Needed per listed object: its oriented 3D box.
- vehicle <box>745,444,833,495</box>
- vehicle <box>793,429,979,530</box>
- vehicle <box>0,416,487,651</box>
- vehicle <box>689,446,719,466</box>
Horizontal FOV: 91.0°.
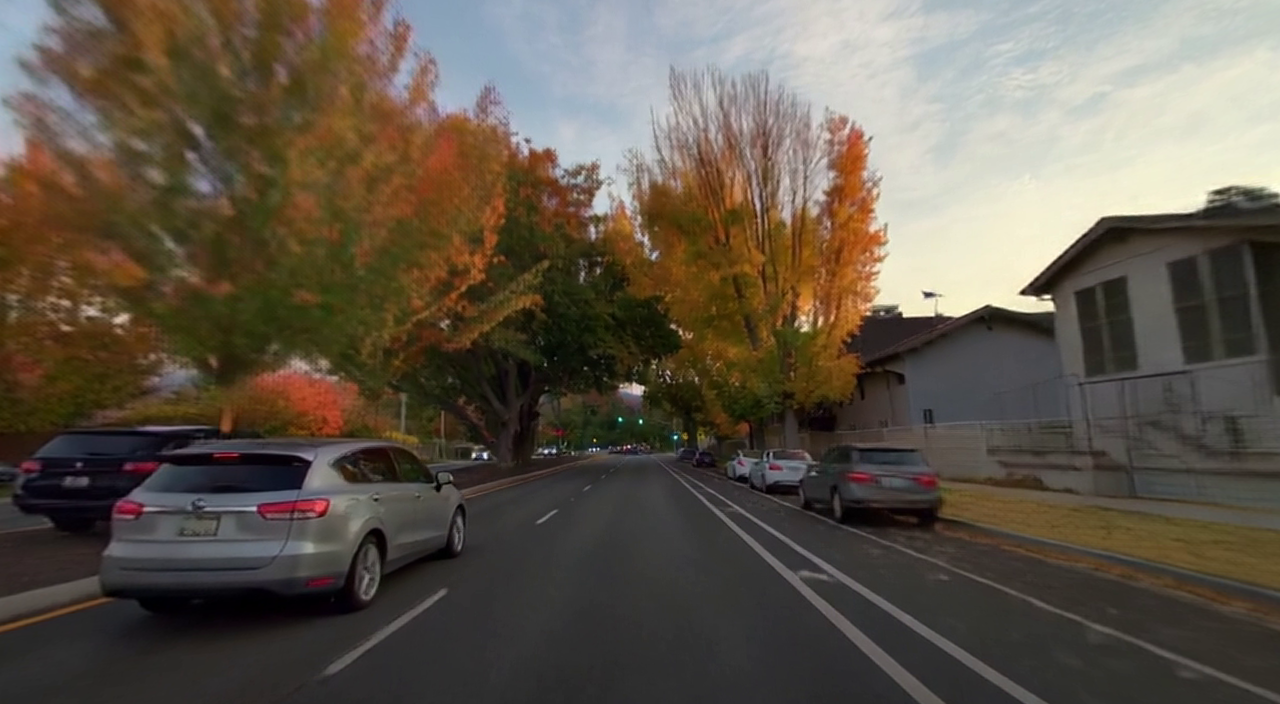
[{"bbox_3d":[4.867,3.898,21.282,1.889,1.491,4.614,0,-9,0],"label":"vehicle"},{"bbox_3d":[4.744,2.517,13.001,2.014,1.700,4.369,0,-9,-1],"label":"vehicle"},{"bbox_3d":[-3.135,1.503,6.339,1.982,1.478,4.465,0,-9,1],"label":"vehicle"},{"bbox_3d":[4.900,7.997,48.569,1.955,1.499,4.536,0,-9,2],"label":"vehicle"}]
